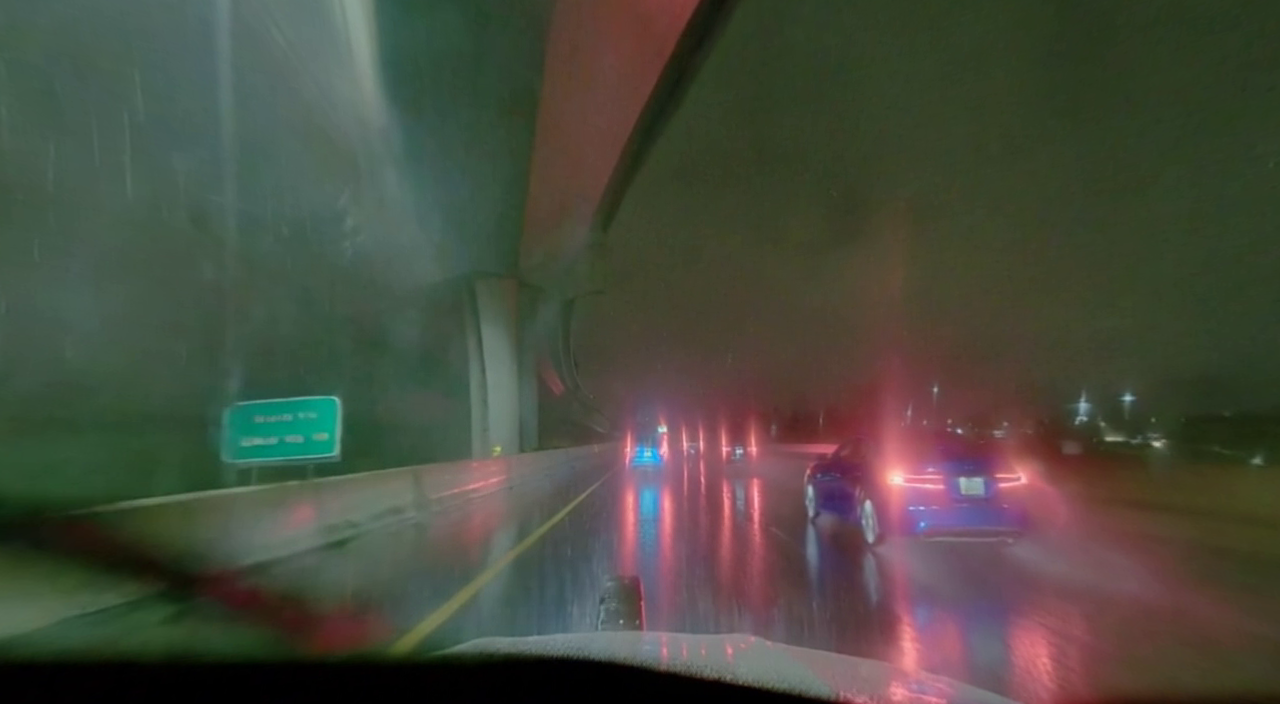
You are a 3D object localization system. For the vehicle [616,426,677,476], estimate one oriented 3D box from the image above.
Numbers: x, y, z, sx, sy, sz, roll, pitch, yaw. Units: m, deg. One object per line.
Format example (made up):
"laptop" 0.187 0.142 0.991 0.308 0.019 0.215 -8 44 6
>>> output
"vehicle" 0.258 4.017 25.721 2.264 1.841 4.583 0 -8 0

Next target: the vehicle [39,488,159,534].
"vehicle" -23.211 6.804 27.268 1.792 1.481 4.338 2 -9 -9

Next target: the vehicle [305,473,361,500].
"vehicle" -22.596 9.917 46.581 1.920 1.675 4.655 1 -8 -2

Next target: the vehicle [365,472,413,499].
"vehicle" -18.760 10.008 47.345 1.939 1.689 4.298 0 -8 -2

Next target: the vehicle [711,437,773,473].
"vehicle" 4.552 4.667 28.699 2.047 1.500 4.017 0 -8 -2

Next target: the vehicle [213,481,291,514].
"vehicle" -22.076 8.265 36.036 1.813 1.498 4.330 1 -8 -3

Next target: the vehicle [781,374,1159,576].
"vehicle" 3.959 1.649 9.224 2.404 2.014 5.655 0 -8 -1
